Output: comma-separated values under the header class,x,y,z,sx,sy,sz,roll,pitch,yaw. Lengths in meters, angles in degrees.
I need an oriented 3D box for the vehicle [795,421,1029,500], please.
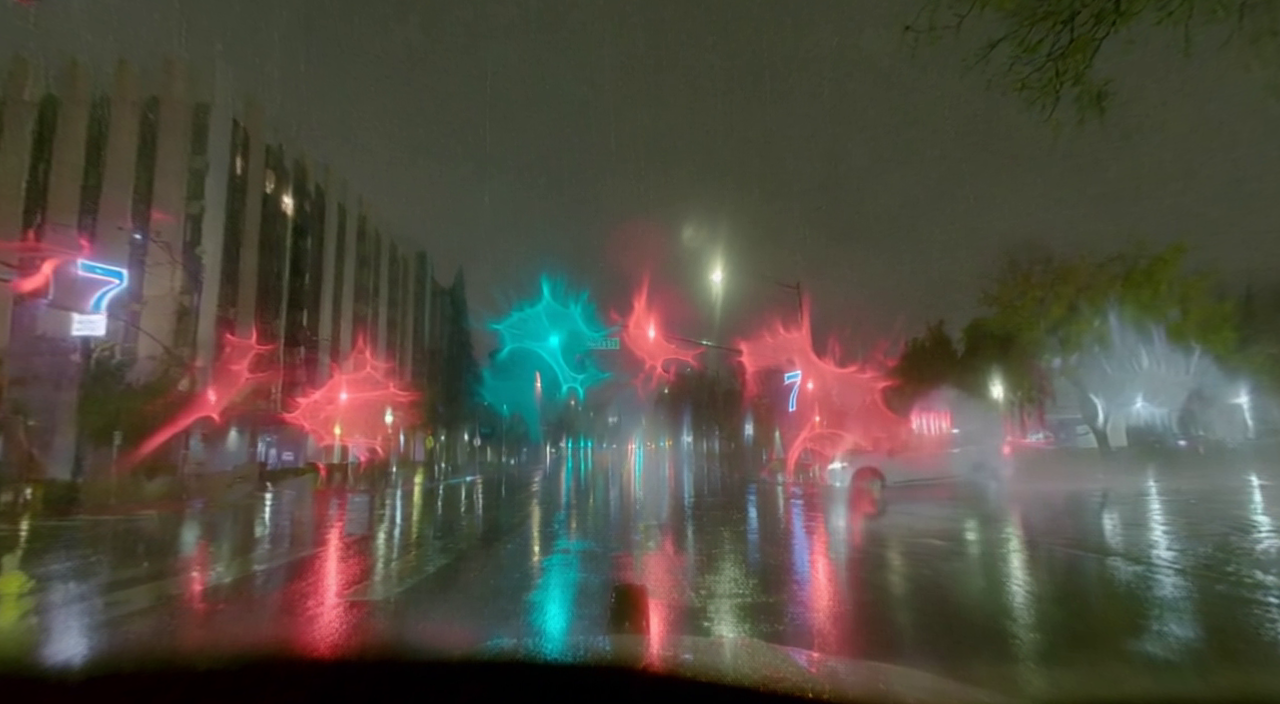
class,x,y,z,sx,sy,sz,roll,pitch,yaw
vehicle,6.518,2.658,15.603,4.836,1.795,1.957,0,-8,1
